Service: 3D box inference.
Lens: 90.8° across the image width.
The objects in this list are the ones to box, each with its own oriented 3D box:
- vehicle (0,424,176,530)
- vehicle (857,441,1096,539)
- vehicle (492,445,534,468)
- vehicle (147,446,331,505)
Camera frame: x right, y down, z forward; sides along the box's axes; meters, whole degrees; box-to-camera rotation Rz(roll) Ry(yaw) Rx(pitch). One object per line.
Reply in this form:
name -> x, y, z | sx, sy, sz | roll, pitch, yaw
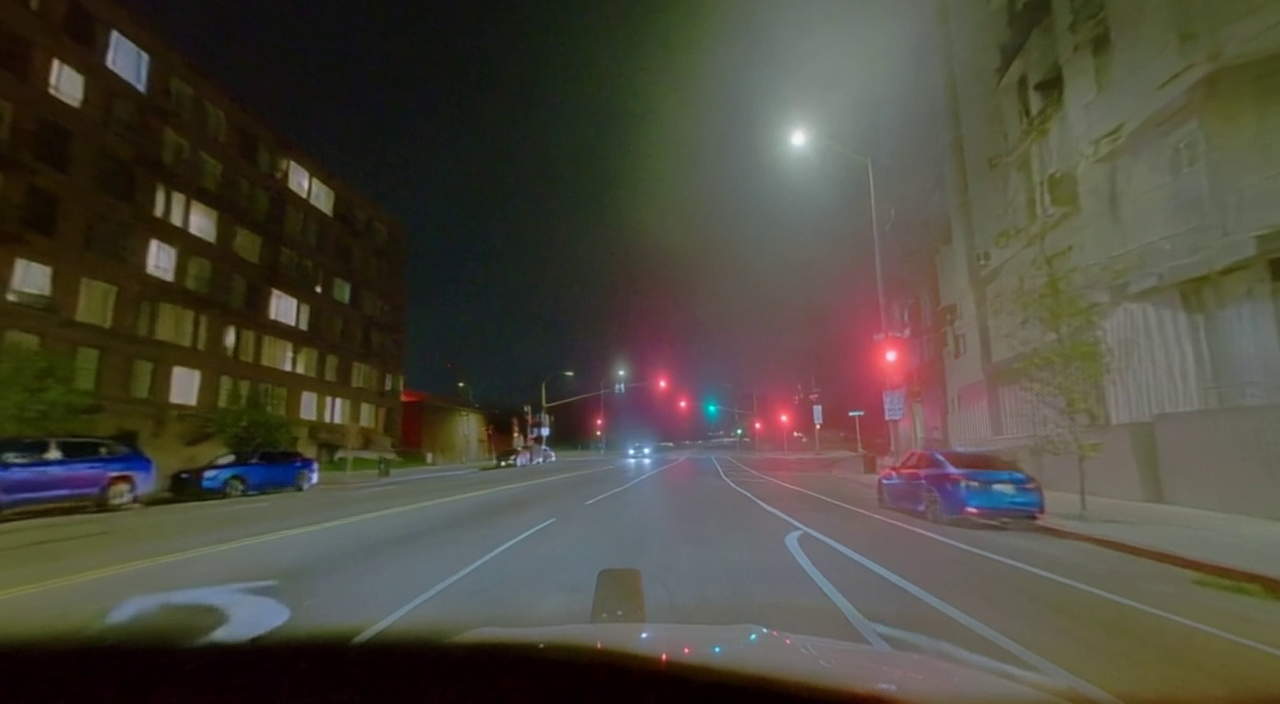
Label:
vehicle -> -12.398, 2.476, 12.906 | 2.083, 1.882, 4.642 | 0, -9, 3
vehicle -> 6.082, 2.517, 12.419 | 2.010, 1.473, 5.353 | 0, -9, 3
vehicle -> -8.818, 7.308, 44.212 | 1.868, 1.520, 3.796 | -1, -9, 5
vehicle -> -11.682, 3.588, 18.940 | 1.894, 1.493, 4.902 | -1, -9, 6
